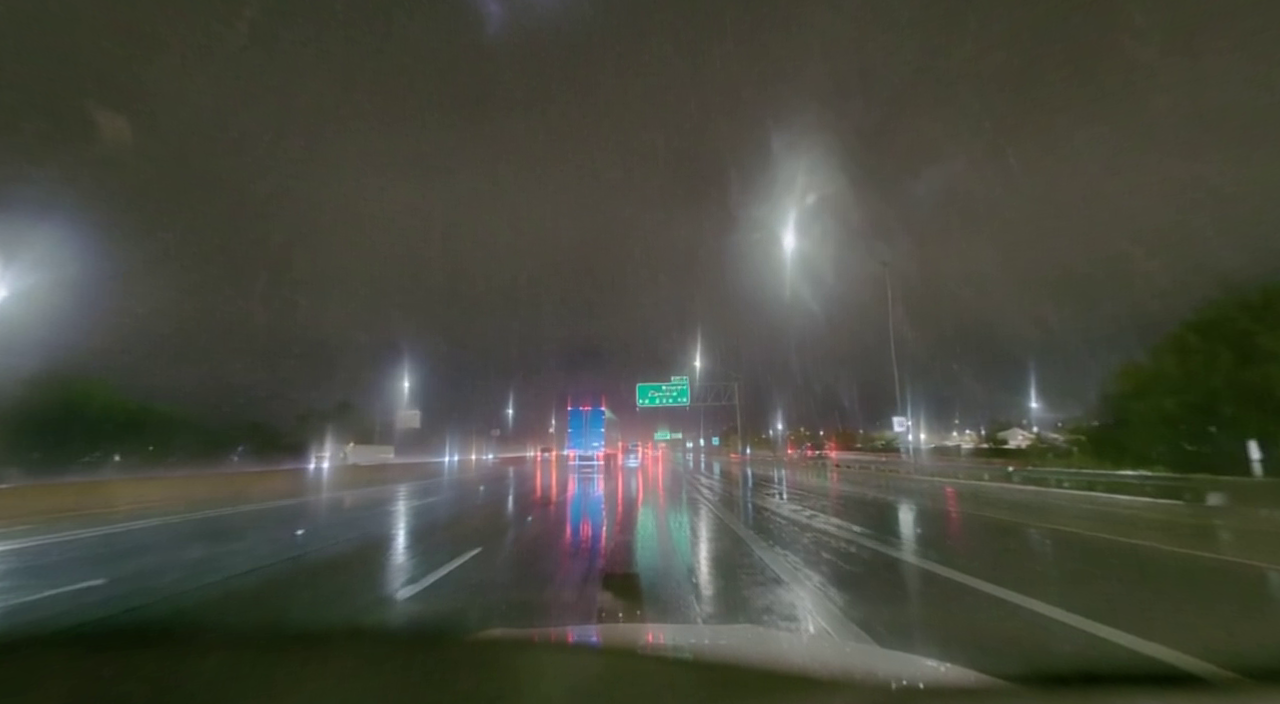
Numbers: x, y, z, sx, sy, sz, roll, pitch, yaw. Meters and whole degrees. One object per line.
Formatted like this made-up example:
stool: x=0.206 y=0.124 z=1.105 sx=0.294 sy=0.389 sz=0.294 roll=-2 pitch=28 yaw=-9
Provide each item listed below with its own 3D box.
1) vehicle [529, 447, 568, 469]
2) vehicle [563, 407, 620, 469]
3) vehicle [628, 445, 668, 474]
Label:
vehicle: x=-6.717 y=7.833 z=46.732 sx=1.996 sy=1.495 sz=4.671 roll=-1 pitch=-9 yaw=3
vehicle: x=-3.300 y=6.377 z=46.253 sx=3.053 sy=3.948 sz=11.288 roll=0 pitch=-9 yaw=1
vehicle: x=0.394 y=5.865 z=34.688 sx=2.066 sy=1.469 sz=4.050 roll=0 pitch=-9 yaw=0
